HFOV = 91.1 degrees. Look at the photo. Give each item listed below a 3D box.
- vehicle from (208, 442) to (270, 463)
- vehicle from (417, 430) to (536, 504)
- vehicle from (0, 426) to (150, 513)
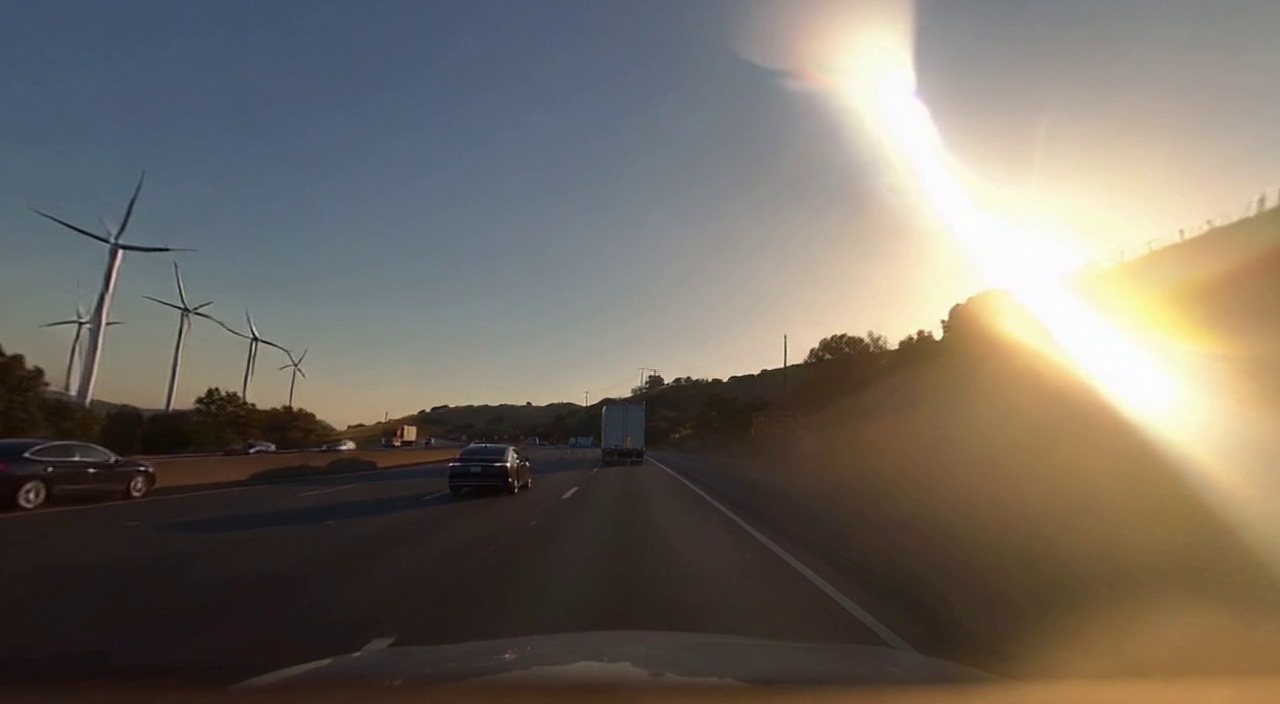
[{"bbox_3d":[-30.709,7.698,48.220,1.862,1.495,4.695,1,-8,-3],"label":"vehicle"},{"bbox_3d":[-4.097,2.940,16.475,2.109,1.684,3.783,0,-8,0],"label":"vehicle"},{"bbox_3d":[-14.842,2.673,14.623,2.285,1.835,5.672,0,-8,-1],"label":"vehicle"}]
